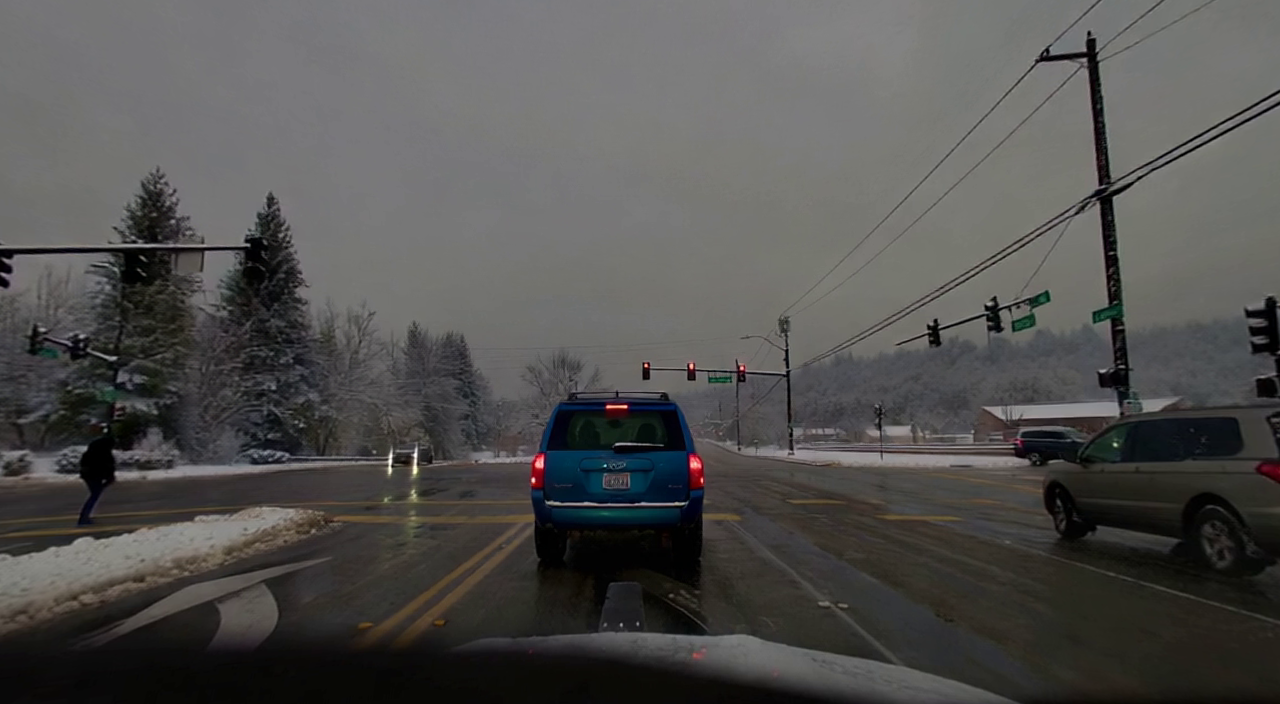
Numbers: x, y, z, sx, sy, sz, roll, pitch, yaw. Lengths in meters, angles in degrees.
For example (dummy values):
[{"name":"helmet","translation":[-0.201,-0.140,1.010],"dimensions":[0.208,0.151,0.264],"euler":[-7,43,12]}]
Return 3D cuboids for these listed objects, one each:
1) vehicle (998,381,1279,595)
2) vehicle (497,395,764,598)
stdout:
[{"name":"vehicle","translation":[6.583,1.437,7.231],"dimensions":[2.119,1.827,4.806],"euler":[0,-9,0]},{"name":"vehicle","translation":[-0.108,1.559,7.635],"dimensions":[2.285,1.729,4.252],"euler":[0,-9,-1]}]
